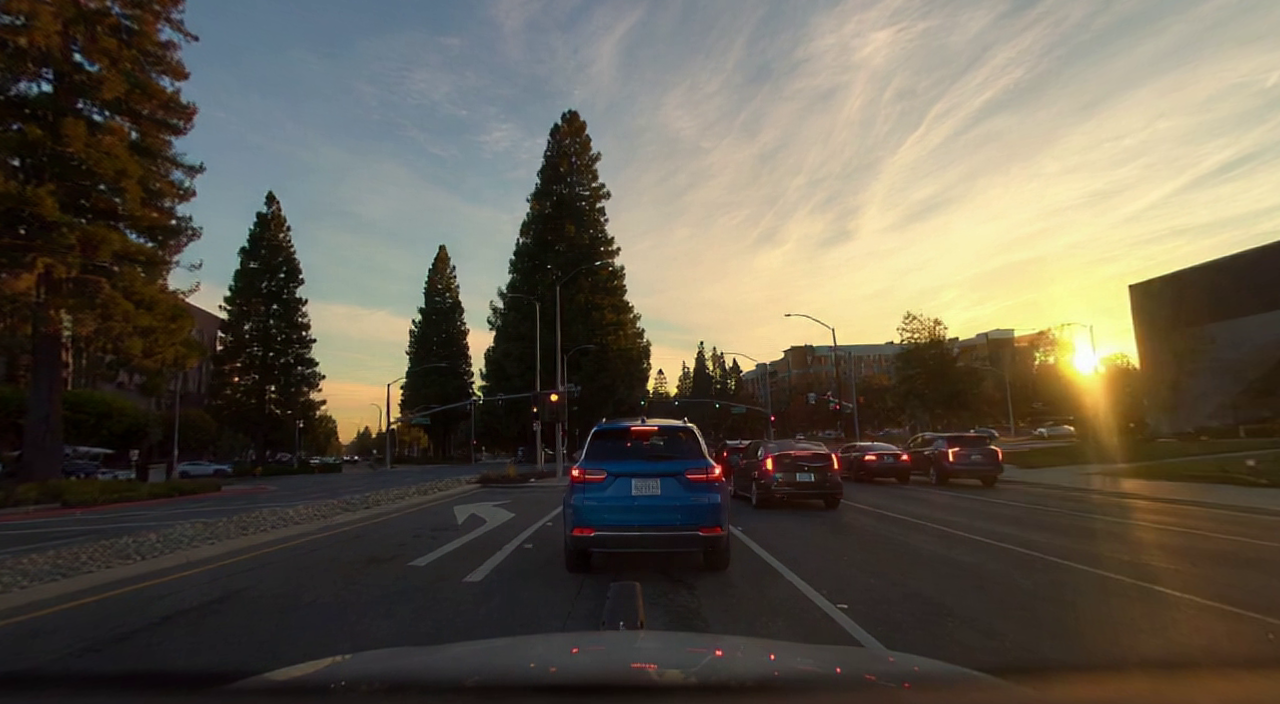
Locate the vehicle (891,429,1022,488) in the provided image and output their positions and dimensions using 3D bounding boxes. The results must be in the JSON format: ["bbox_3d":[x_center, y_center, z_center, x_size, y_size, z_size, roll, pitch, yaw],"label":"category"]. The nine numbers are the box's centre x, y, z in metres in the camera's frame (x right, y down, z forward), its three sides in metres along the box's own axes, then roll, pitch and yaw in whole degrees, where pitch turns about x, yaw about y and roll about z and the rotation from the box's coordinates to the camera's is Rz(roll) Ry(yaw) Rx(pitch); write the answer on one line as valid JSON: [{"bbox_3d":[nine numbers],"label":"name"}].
[{"bbox_3d":[10.852,3.695,22.133,2.123,1.812,4.553,0,-9,-1],"label":"vehicle"}]

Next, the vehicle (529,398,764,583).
[{"bbox_3d":[0.053,1.653,8.256,2.266,1.762,4.131,0,-9,0],"label":"vehicle"}]

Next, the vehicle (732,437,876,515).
[{"bbox_3d":[3.480,2.715,14.368,1.997,1.471,4.321,0,-9,-2],"label":"vehicle"}]
